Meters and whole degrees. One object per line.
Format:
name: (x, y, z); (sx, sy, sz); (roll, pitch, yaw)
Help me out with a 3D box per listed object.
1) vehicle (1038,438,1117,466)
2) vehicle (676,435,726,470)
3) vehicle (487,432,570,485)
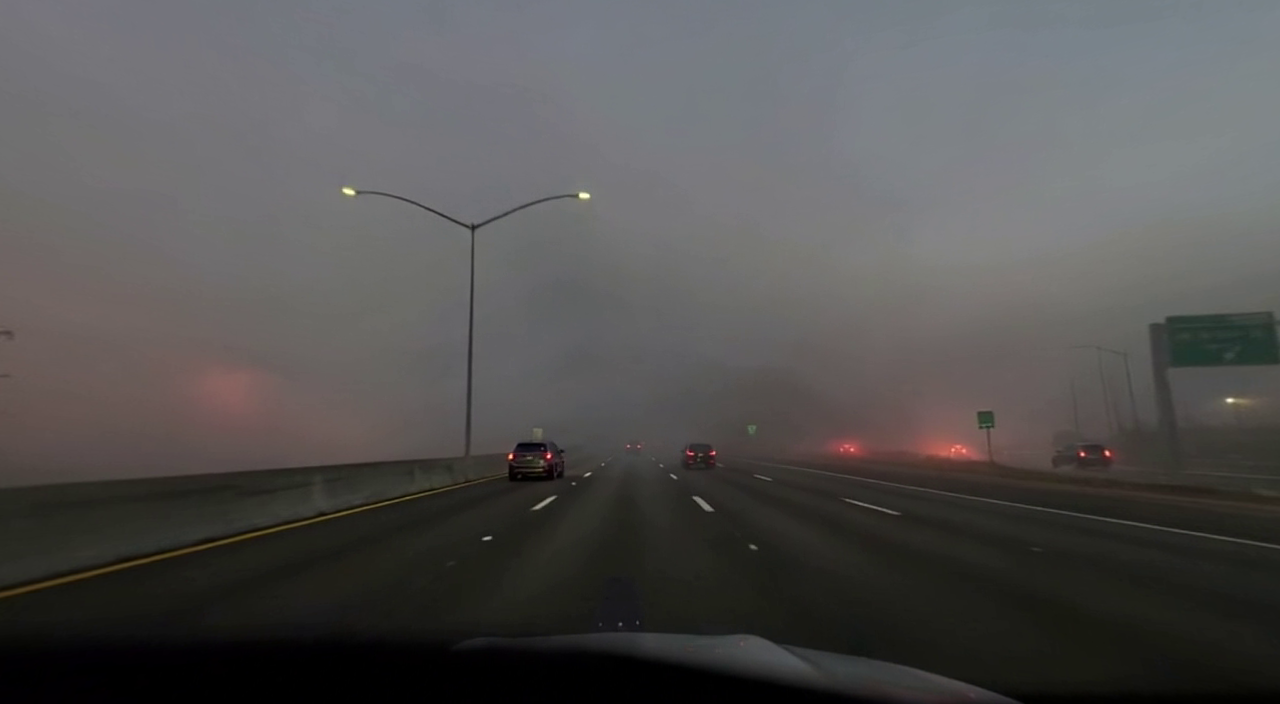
vehicle: (29.429, 6.738, 42.707); (2.070, 1.782, 5.006); (-1, -8, 5)
vehicle: (2.988, 5.060, 31.994); (1.997, 1.638, 4.281); (0, -8, -2)
vehicle: (-3.829, 3.737, 22.520); (2.099, 1.682, 4.590); (0, -8, 0)
